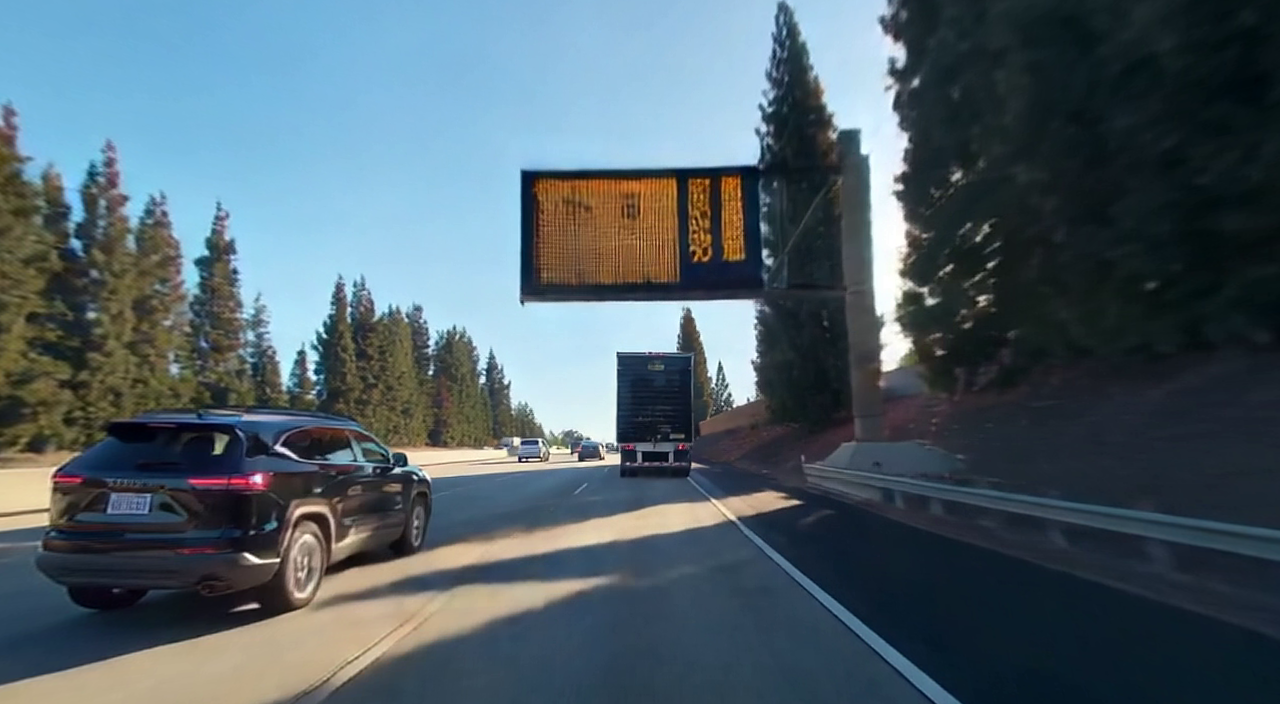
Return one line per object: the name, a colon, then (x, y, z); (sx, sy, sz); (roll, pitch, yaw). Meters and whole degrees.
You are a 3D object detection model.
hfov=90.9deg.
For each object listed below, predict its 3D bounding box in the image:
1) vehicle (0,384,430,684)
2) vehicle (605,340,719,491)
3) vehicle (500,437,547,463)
vehicle: (-3.712, 1.335, 5.740); (2.077, 1.671, 4.249); (0, -8, 1)
vehicle: (0.558, 2.379, 21.470); (2.870, 3.841, 10.653); (0, -8, 0)
vehicle: (-6.933, 5.898, 37.898); (1.882, 1.451, 4.416); (0, -8, 1)
